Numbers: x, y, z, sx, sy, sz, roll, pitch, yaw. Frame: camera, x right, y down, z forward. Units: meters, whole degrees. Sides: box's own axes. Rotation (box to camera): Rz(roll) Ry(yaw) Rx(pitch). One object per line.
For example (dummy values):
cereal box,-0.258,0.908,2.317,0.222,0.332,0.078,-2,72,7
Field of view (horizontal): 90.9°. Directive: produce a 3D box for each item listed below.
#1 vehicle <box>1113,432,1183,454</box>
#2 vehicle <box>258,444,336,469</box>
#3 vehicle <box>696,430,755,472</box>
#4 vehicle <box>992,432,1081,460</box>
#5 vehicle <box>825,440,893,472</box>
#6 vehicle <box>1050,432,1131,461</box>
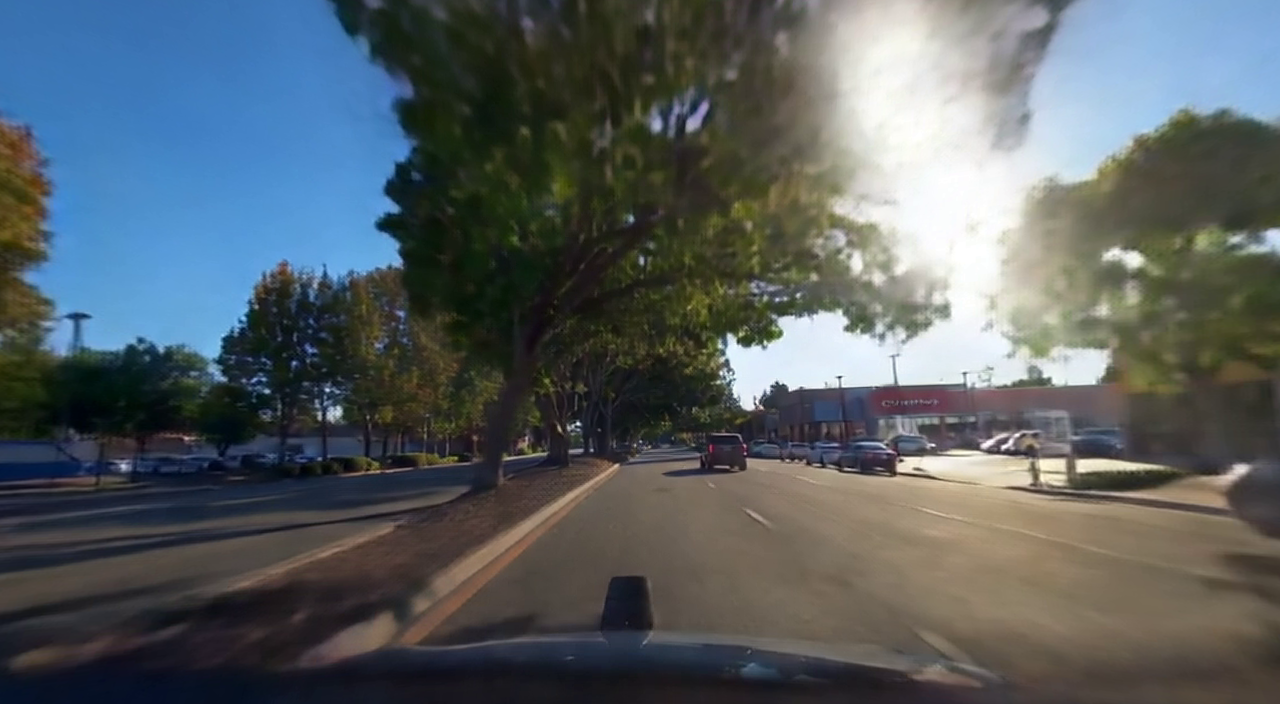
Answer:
vehicle,32.964,5.924,41.025,1.563,1.393,3.573,0,-8,0
vehicle,-26.806,8.176,49.374,4.874,1.859,2.019,0,-8,-2
vehicle,4.038,4.795,30.695,2.183,1.845,4.482,0,-8,-1
vehicle,23.202,5.553,37.147,1.926,1.503,4.994,0,-8,-1
vehicle,11.070,5.283,32.220,1.842,1.474,4.456,0,-8,0
vehicle,26.046,5.431,36.586,1.868,1.500,3.853,-1,-7,1
